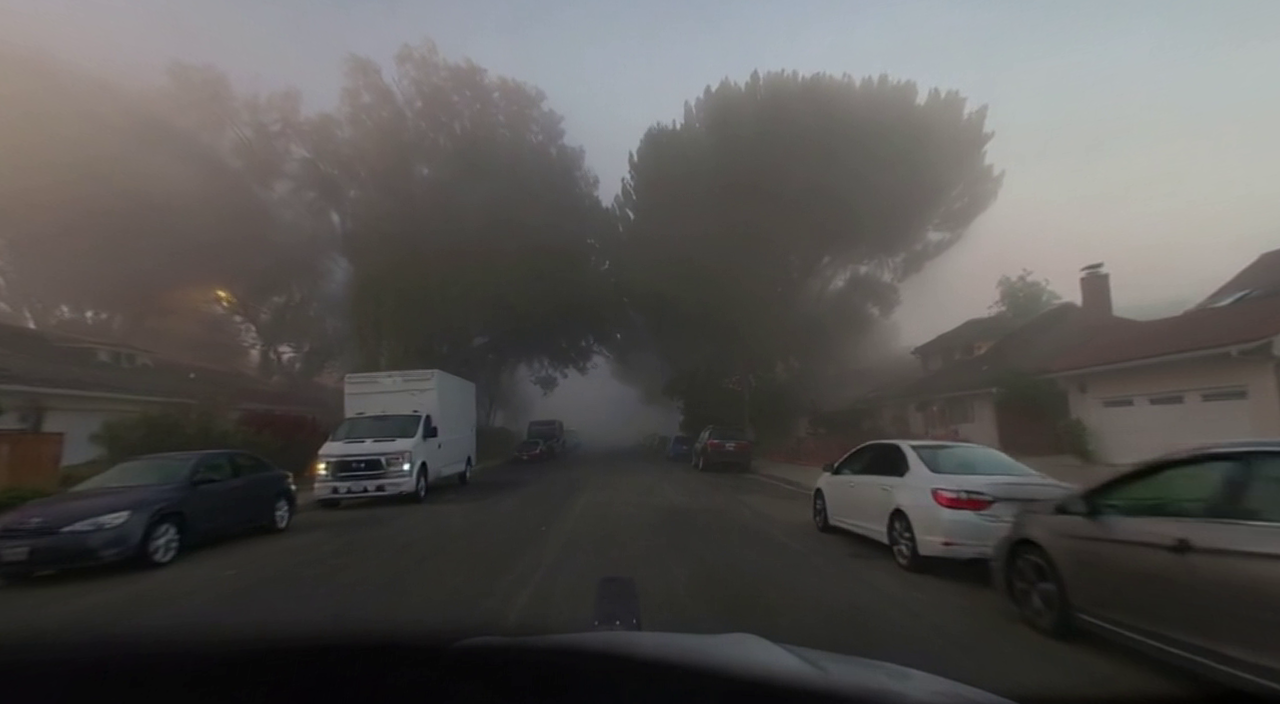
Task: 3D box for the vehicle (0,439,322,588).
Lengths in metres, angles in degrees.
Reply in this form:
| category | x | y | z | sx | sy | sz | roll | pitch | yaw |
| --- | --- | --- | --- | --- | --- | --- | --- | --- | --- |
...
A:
| category | x | y | z | sx | sy | sz | roll | pitch | yaw |
| --- | --- | --- | --- | --- | --- | --- | --- | --- | --- |
| vehicle | -6.263 | 1.927 | 8.508 | 1.921 | 1.470 | 4.068 | 0 | -7 | -2 |

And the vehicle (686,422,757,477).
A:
| category | x | y | z | sx | sy | sz | roll | pitch | yaw |
| --- | --- | --- | --- | --- | --- | --- | --- | --- | --- |
| vehicle | 2.930 | 3.627 | 23.784 | 1.965 | 1.855 | 4.677 | 0 | -8 | -1 |

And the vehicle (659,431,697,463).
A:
| category | x | y | z | sx | sy | sz | roll | pitch | yaw |
| --- | --- | --- | --- | --- | --- | --- | --- | --- | --- |
| vehicle | 2.245 | 5.765 | 38.613 | 1.918 | 1.815 | 4.400 | 0 | -8 | -2 |

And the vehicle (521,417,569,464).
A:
| category | x | y | z | sx | sy | sz | roll | pitch | yaw |
| --- | --- | --- | --- | --- | --- | --- | --- | --- | --- |
| vehicle | -6.045 | 5.683 | 40.517 | 2.408 | 2.782 | 3.837 | -2 | -8 | 0 |

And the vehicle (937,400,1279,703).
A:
| category | x | y | z | sx | sy | sz | roll | pitch | yaw |
| --- | --- | --- | --- | --- | --- | --- | --- | --- | --- |
| vehicle | 3.555 | 1.020 | 3.208 | 1.867 | 1.470 | 4.312 | 0 | -8 | -2 |

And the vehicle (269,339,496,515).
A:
| category | x | y | z | sx | sy | sz | roll | pitch | yaw |
| --- | --- | --- | --- | --- | --- | --- | --- | --- | --- |
| vehicle | -6.248 | 2.059 | 17.146 | 2.896 | 3.648 | 8.004 | 0 | -8 | -1 |
